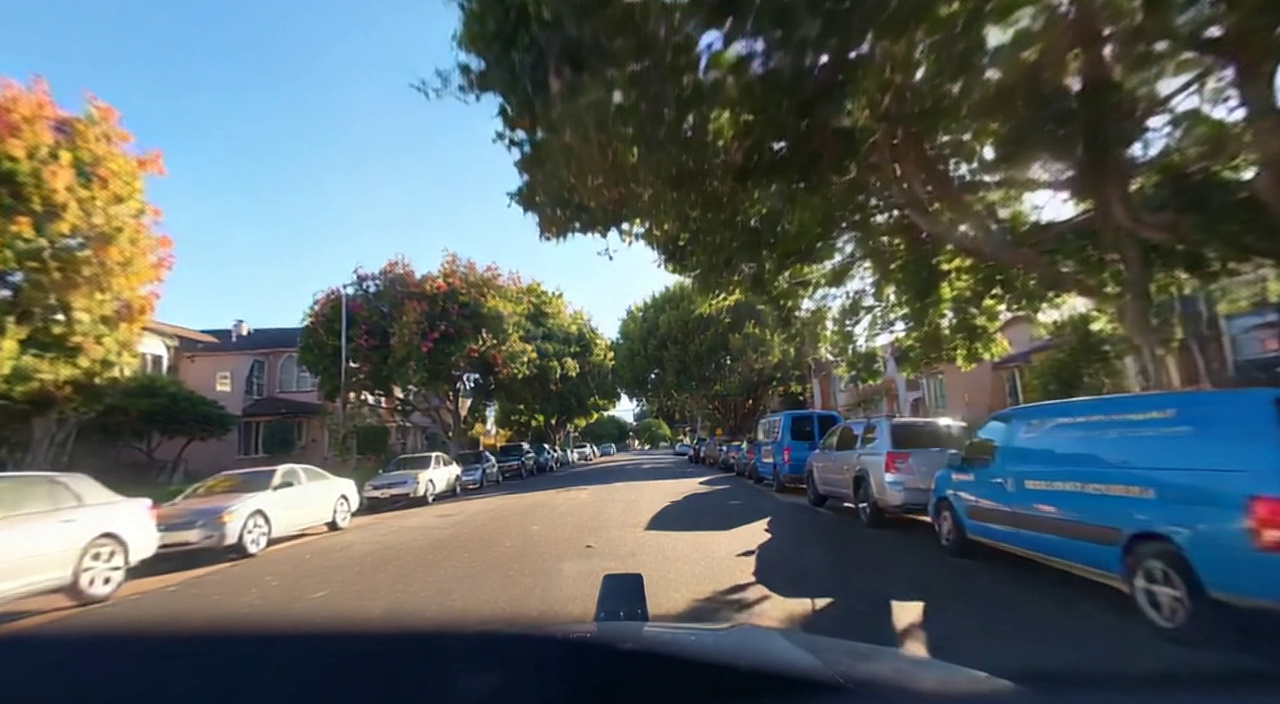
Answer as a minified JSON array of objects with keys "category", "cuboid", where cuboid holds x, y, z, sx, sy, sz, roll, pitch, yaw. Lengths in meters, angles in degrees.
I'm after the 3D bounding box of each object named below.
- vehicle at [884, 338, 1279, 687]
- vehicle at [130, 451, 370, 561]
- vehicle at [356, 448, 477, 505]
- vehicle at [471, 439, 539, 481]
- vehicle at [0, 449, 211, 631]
[{"category":"vehicle","cuboid":[4.506,1.251,6.044,2.072,1.883,5.576,0,-8,0]},{"category":"vehicle","cuboid":[-6.623,2.578,11.451,1.731,1.423,4.504,-2,-8,-4]},{"category":"vehicle","cuboid":[-6.560,3.671,19.225,1.869,1.467,4.921,-1,-8,0]},{"category":"vehicle","cuboid":[-6.515,5.269,31.226,2.162,1.846,5.426,-1,-8,0]},{"category":"vehicle","cuboid":[-6.353,1.667,5.487,1.840,1.476,4.739,-2,-8,2]}]
